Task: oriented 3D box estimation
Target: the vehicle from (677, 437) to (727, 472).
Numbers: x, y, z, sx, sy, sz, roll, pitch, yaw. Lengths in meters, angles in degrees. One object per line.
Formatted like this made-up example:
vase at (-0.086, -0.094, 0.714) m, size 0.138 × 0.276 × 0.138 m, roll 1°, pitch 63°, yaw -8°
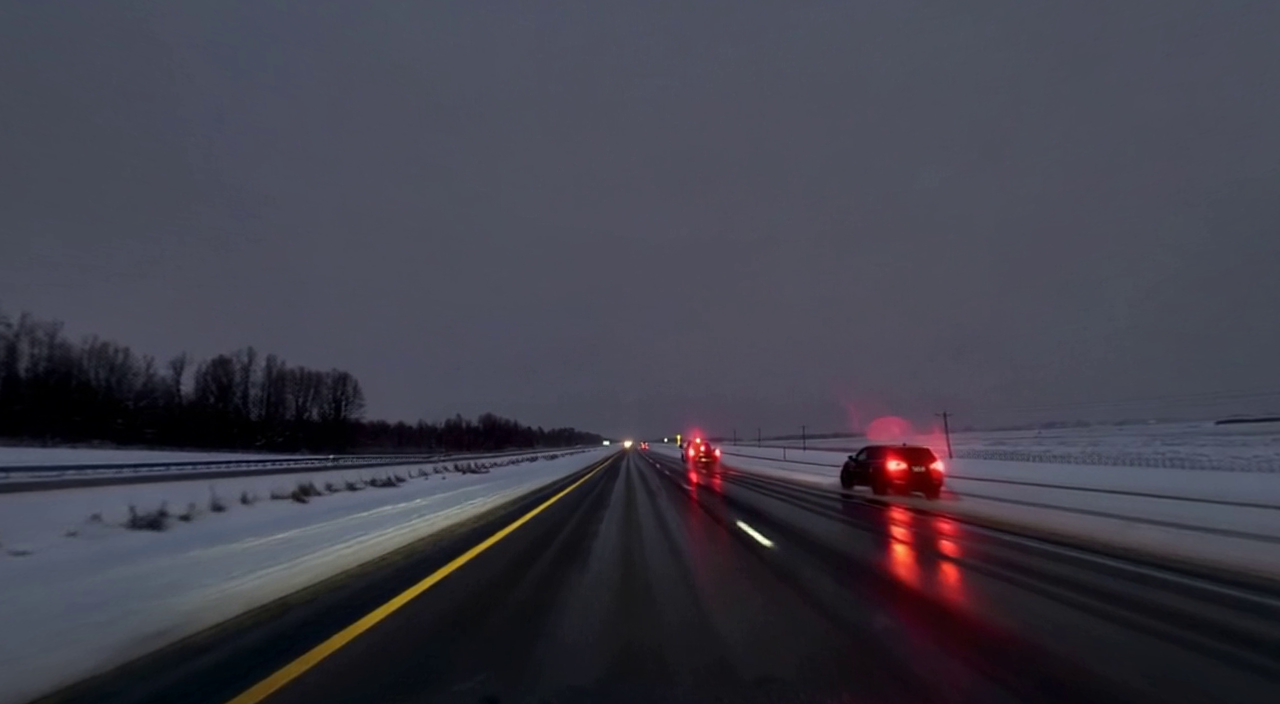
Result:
vehicle at (3.375, 5.702, 35.322) m, size 2.141 × 1.785 × 4.778 m, roll 0°, pitch -8°, yaw -2°

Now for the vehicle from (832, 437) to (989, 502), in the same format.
vehicle at (7.141, 3.138, 17.408) m, size 2.046 × 1.509 × 4.929 m, roll 0°, pitch -8°, yaw -2°
